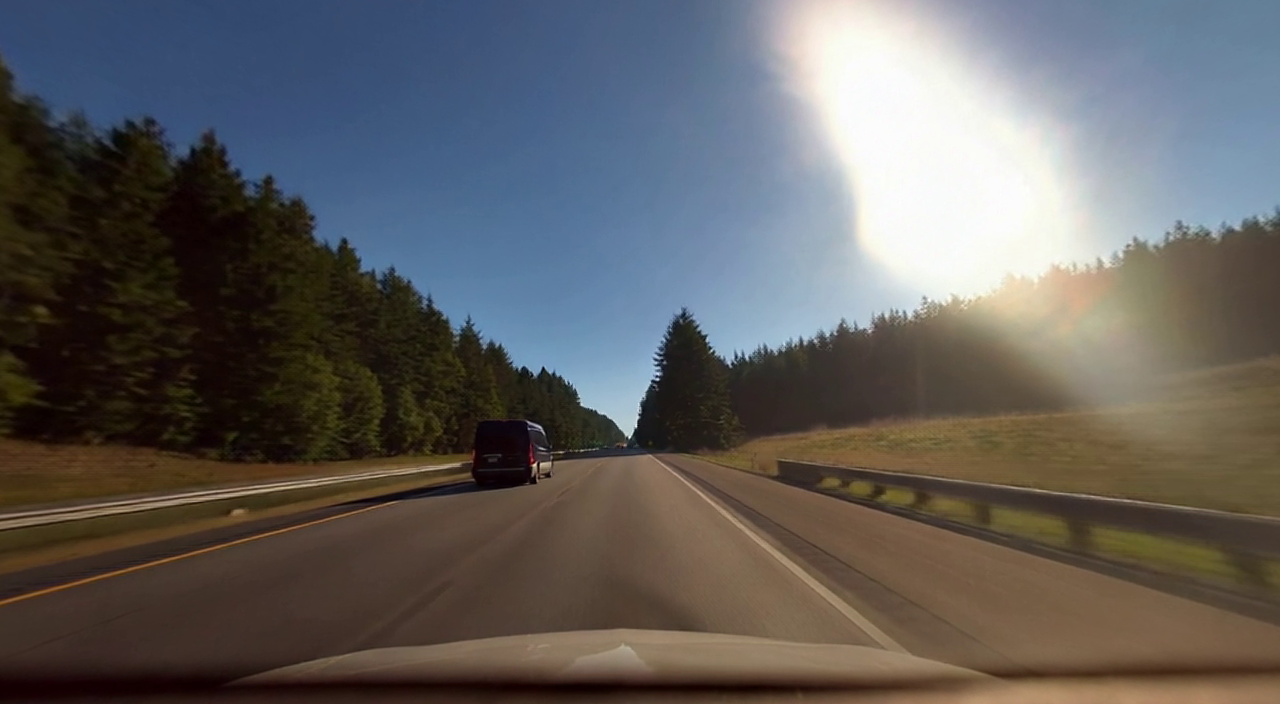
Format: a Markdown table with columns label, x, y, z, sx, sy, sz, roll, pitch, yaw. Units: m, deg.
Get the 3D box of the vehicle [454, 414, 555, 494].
| label | x | y | z | sx | sy | sz | roll | pitch | yaw |
| --- | --- | --- | --- | --- | --- | --- | --- | --- | --- |
| vehicle | -3.827 | 2.988 | 18.722 | 1.976 | 2.029 | 4.737 | -1 | -8 | 0 |
